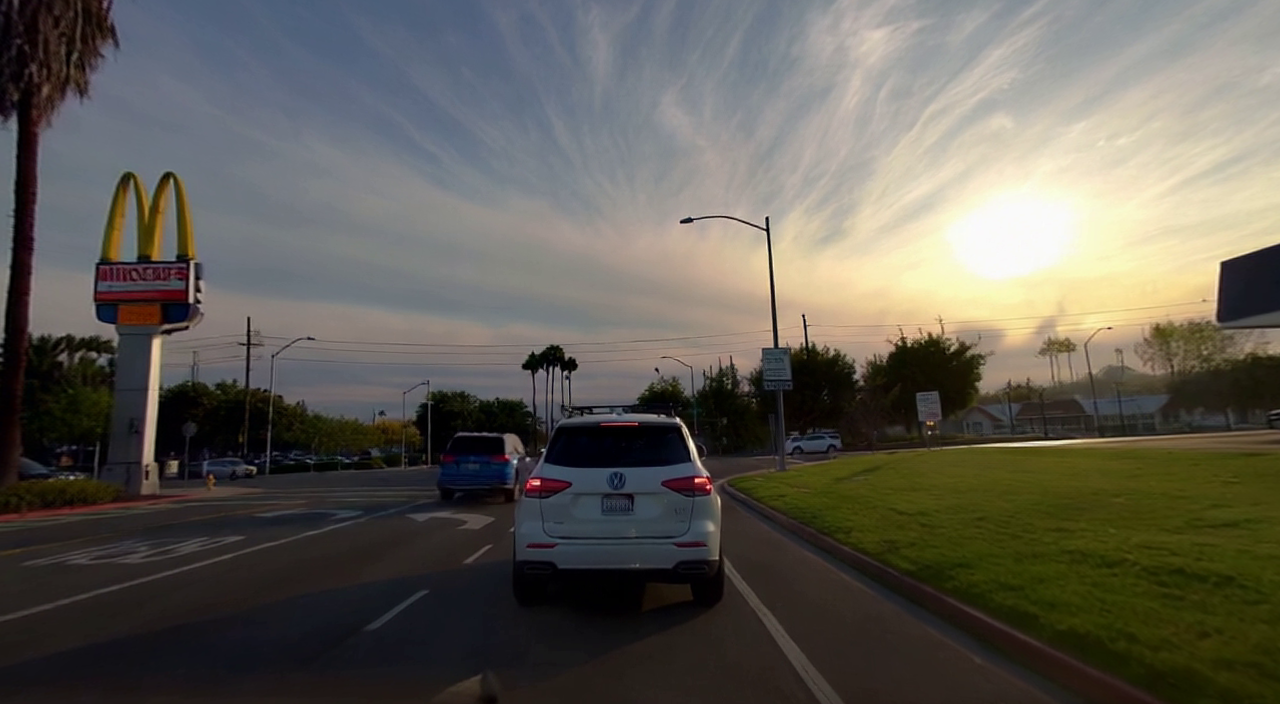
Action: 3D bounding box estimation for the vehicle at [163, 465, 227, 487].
[{"bbox_3d":[-33.275,9.245,47.359,1.792,1.439,3.952,-1,-9,3],"label":"vehicle"}]

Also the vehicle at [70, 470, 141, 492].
[{"bbox_3d":[-39.931,9.638,47.358,1.602,1.400,4.220,0,-9,0],"label":"vehicle"}]

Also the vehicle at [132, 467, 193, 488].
[{"bbox_3d":[-35.621,9.337,47.225,1.641,1.375,3.640,0,-9,0],"label":"vehicle"}]

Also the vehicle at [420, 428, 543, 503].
[{"bbox_3d":[-4.137,3.057,17.419,2.181,1.771,4.567,0,-9,0],"label":"vehicle"}]

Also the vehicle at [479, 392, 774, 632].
[{"bbox_3d":[-0.137,1.455,6.646,2.137,1.728,3.926,0,-9,-1],"label":"vehicle"}]

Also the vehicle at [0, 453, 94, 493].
[{"bbox_3d":[-28.073,5.448,28.584,4.584,1.714,2.186,4,-10,-28],"label":"vehicle"}]
